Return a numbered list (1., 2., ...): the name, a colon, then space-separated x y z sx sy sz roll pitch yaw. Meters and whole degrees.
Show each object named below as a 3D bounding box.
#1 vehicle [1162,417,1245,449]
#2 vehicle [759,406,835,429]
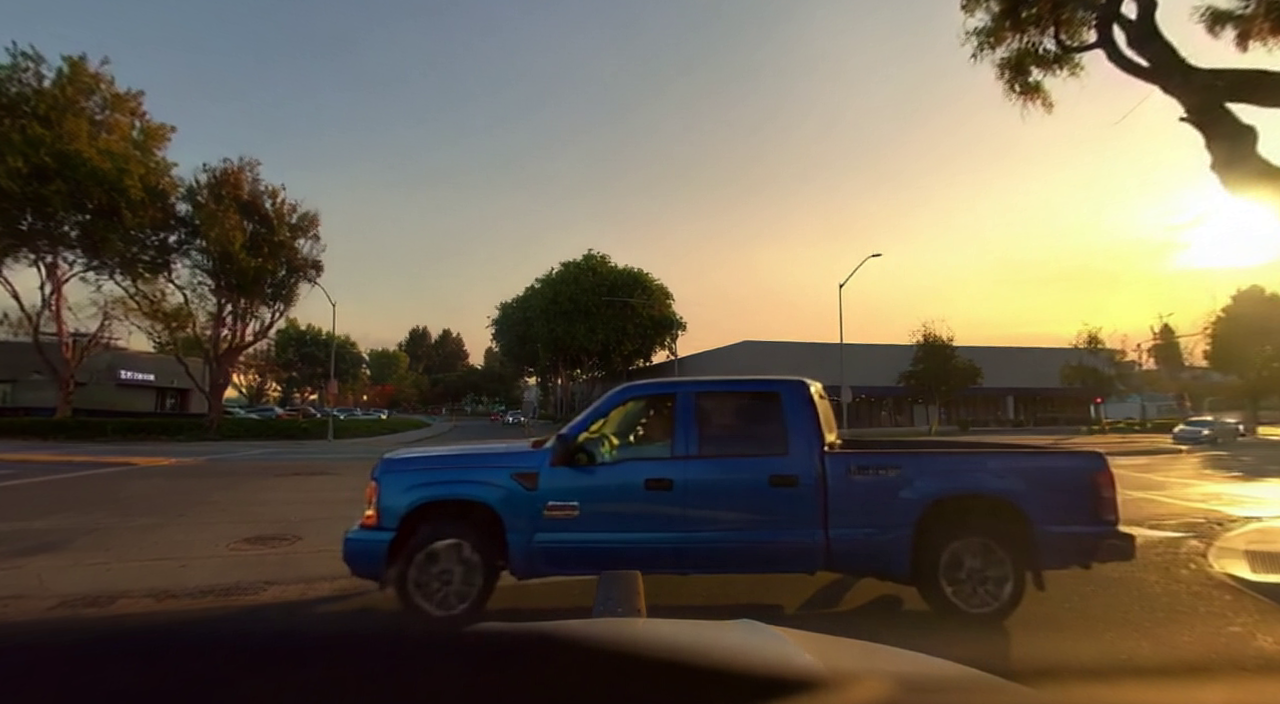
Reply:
1. vehicle: 34.936 5.076 38.874 5.333 1.837 2.124 5 -10 -30
2. vehicle: 10.754 4.547 43.099 4.674 1.483 1.745 1 -9 -9
